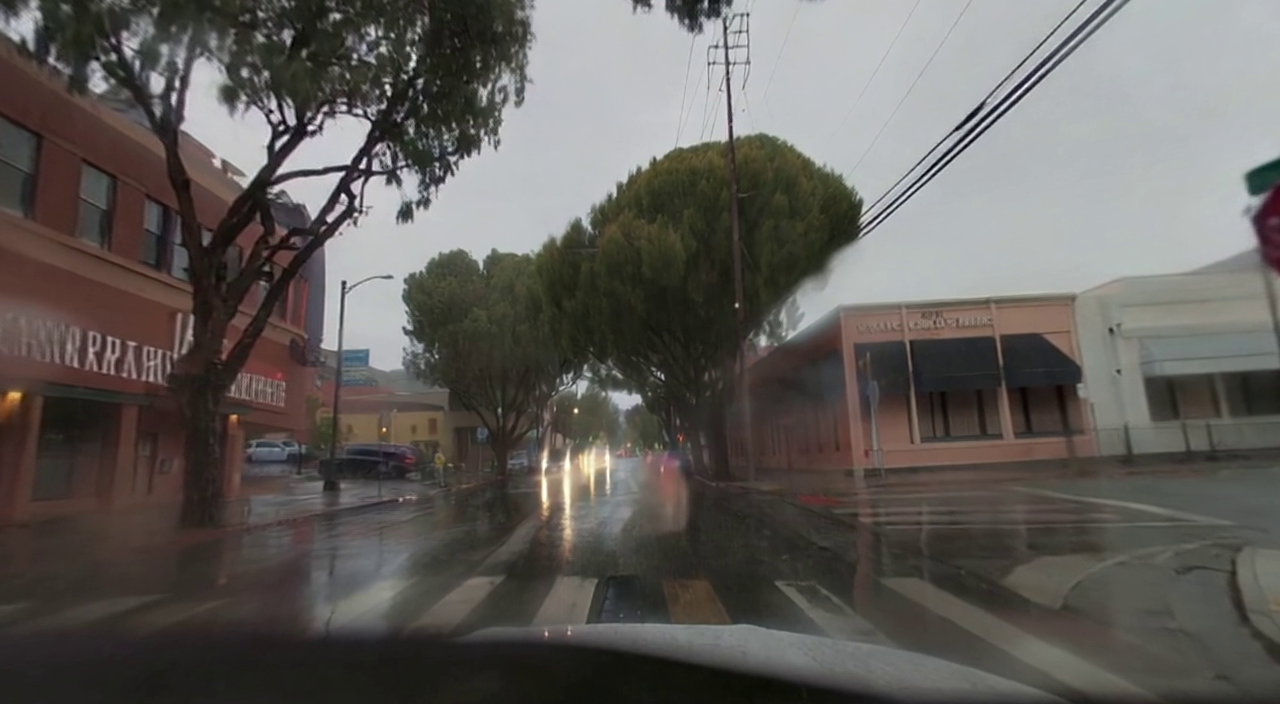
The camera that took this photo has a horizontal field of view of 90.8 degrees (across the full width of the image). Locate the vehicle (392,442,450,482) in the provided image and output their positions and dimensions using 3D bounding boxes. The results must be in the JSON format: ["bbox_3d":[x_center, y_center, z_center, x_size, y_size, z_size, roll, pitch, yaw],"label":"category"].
[{"bbox_3d":[-16.559,8.352,48.177,2.715,2.789,6.225,0,-10,-5],"label":"vehicle"}]

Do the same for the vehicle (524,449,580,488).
[{"bbox_3d":[-4.788,6.397,35.157,2.495,1.966,4.846,0,-8,-1],"label":"vehicle"}]

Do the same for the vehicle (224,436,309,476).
[{"bbox_3d":[-28.111,7.810,47.902,2.249,2.760,6.636,0,-8,1],"label":"vehicle"}]

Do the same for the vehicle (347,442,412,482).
[{"bbox_3d":[-19.487,8.232,47.624,2.256,2.668,5.979,0,-7,0],"label":"vehicle"}]

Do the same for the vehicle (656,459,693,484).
[{"bbox_3d":[2.105,7.512,39.814,1.877,1.373,3.854,0,-8,-4],"label":"vehicle"}]

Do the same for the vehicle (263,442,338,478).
[{"bbox_3d":[-25.441,8.075,47.614,2.288,2.514,5.886,0,-8,0],"label":"vehicle"}]
